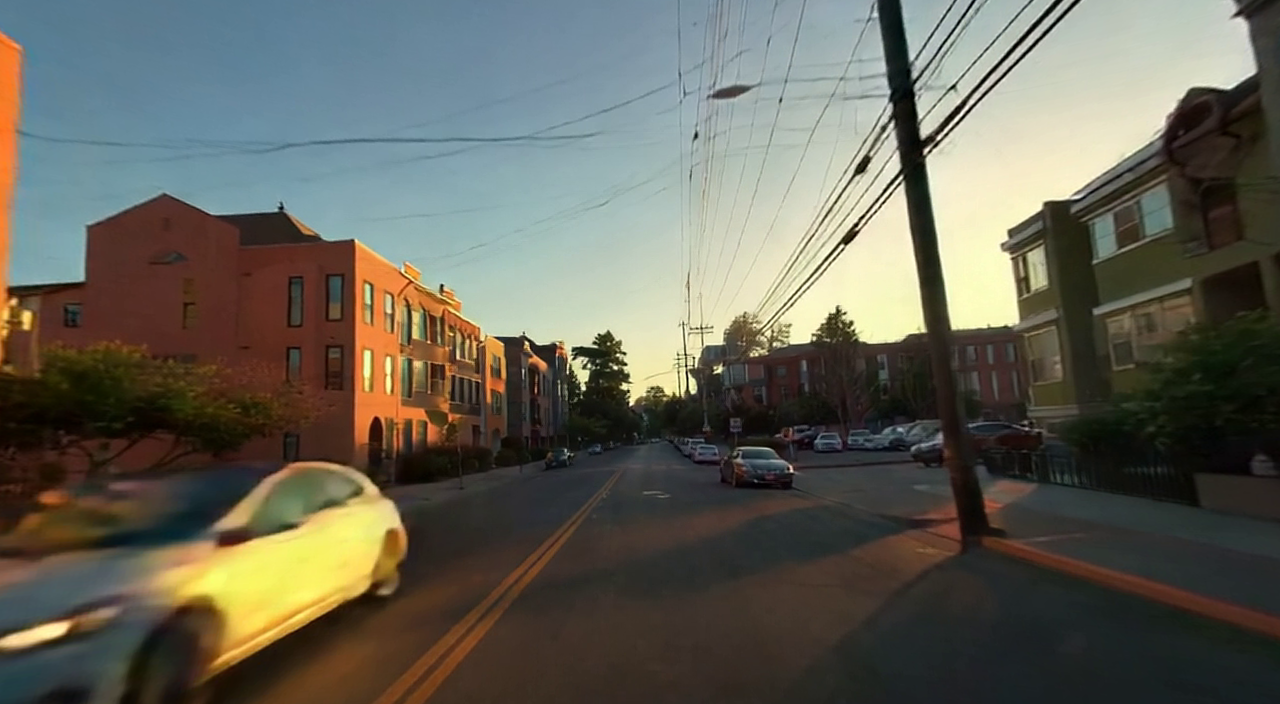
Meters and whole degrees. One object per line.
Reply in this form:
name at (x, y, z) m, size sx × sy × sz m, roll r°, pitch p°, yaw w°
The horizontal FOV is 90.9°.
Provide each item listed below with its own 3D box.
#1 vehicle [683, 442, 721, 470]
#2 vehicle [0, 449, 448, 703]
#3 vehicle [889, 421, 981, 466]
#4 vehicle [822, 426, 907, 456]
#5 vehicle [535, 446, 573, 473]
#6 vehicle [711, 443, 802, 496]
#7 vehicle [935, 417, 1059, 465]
vehicle at (3.794, 6.395, 38.997) m, size 1.914 × 1.591 × 3.892 m, roll 0°, pitch -8°, yaw 0°
vehicle at (-3.100, 1.475, 4.545) m, size 2.052 × 1.483 × 4.276 m, roll -1°, pitch -8°, yaw 1°
vehicle at (10.600, 3.313, 22.947) m, size 1.801 × 1.491 × 3.488 m, roll -1°, pitch -8°, yaw 4°
vehicle at (13.263, 5.310, 37.606) m, size 1.897 × 1.659 × 4.648 m, roll 4°, pitch -9°, yaw -28°
vehicle at (-5.849, 7.358, 43.403) m, size 1.913 × 1.672 × 4.267 m, roll -1°, pitch -8°, yaw 1°
vehicle at (3.530, 3.623, 20.010) m, size 1.928 × 1.440 × 4.738 m, roll 0°, pitch -8°, yaw 0°
vehicle at (12.852, 3.276, 23.083) m, size 1.997 × 1.546 × 4.370 m, roll -1°, pitch -9°, yaw 1°
